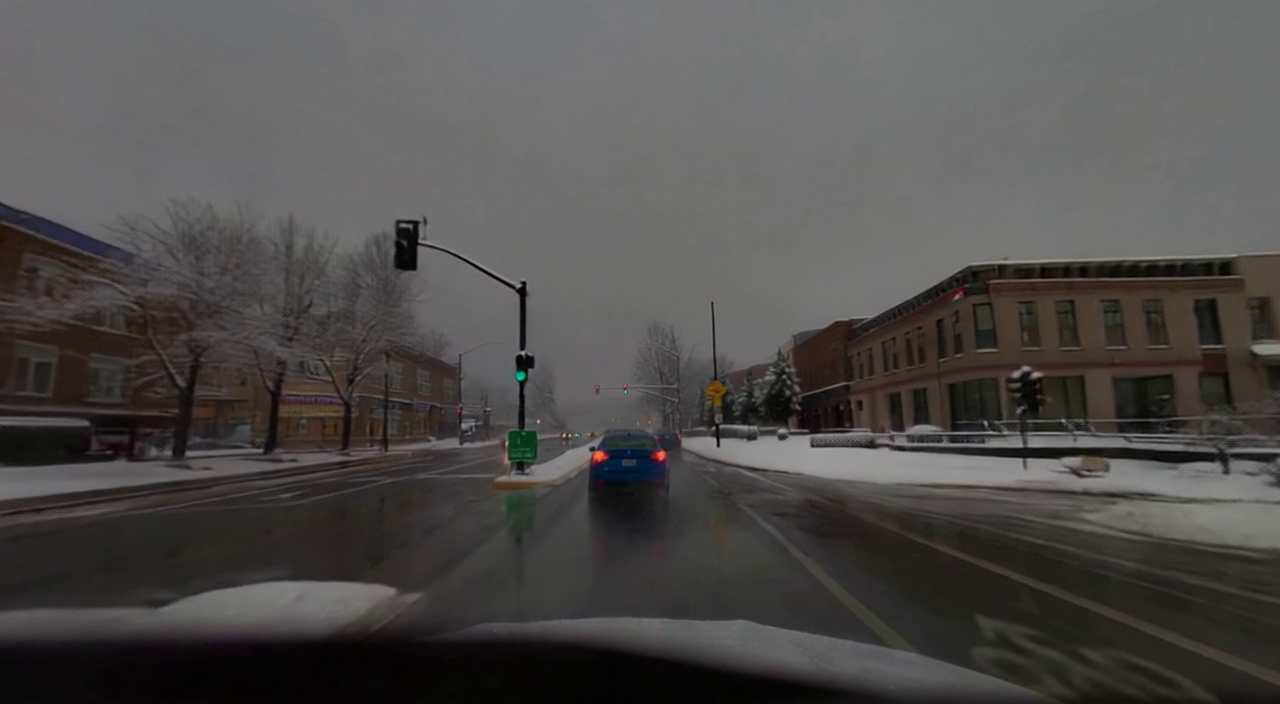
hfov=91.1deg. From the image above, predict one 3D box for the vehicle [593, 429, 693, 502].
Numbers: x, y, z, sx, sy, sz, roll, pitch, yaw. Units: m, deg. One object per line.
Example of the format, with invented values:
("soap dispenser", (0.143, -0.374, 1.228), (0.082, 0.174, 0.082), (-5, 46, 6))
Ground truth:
("vehicle", (-0.068, 2.477, 14.313), (1.950, 1.401, 4.159), (0, -8, -4))
